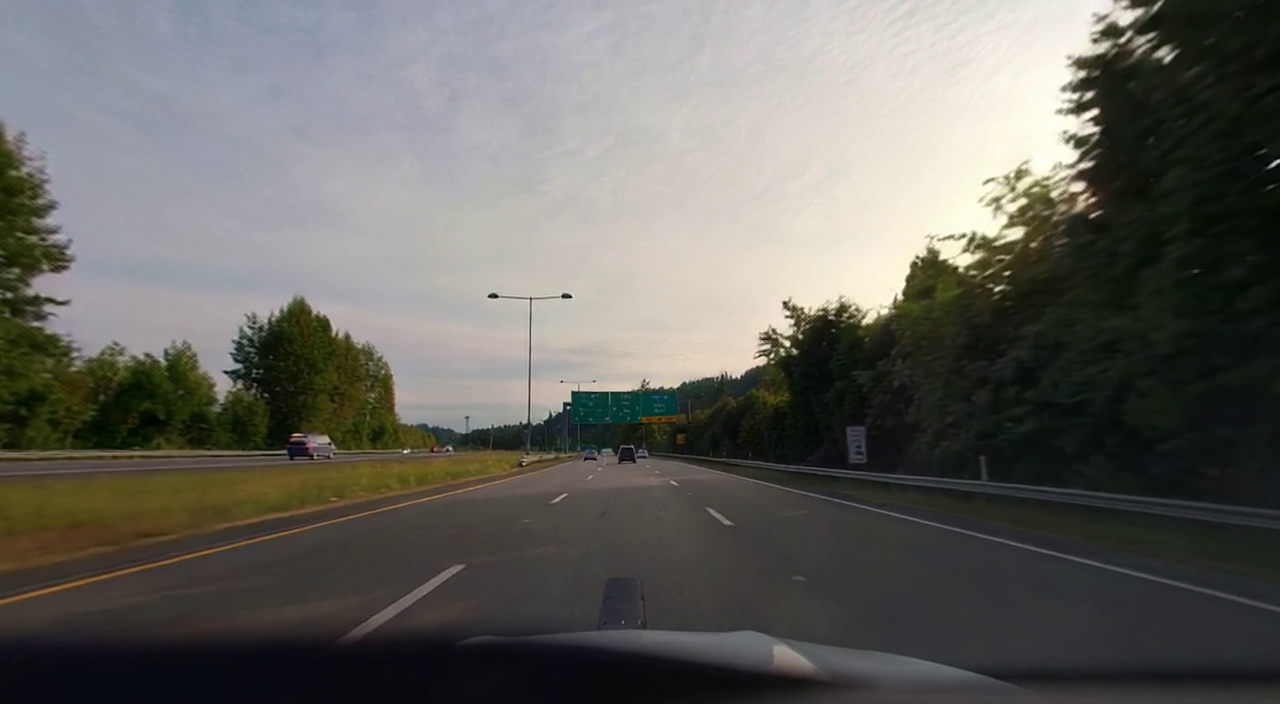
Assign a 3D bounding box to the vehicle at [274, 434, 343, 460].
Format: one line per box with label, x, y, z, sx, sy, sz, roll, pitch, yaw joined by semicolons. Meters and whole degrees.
vehicle;-19.616;5.648;37.519;1.901;1.465;4.173;0;-9;-1
